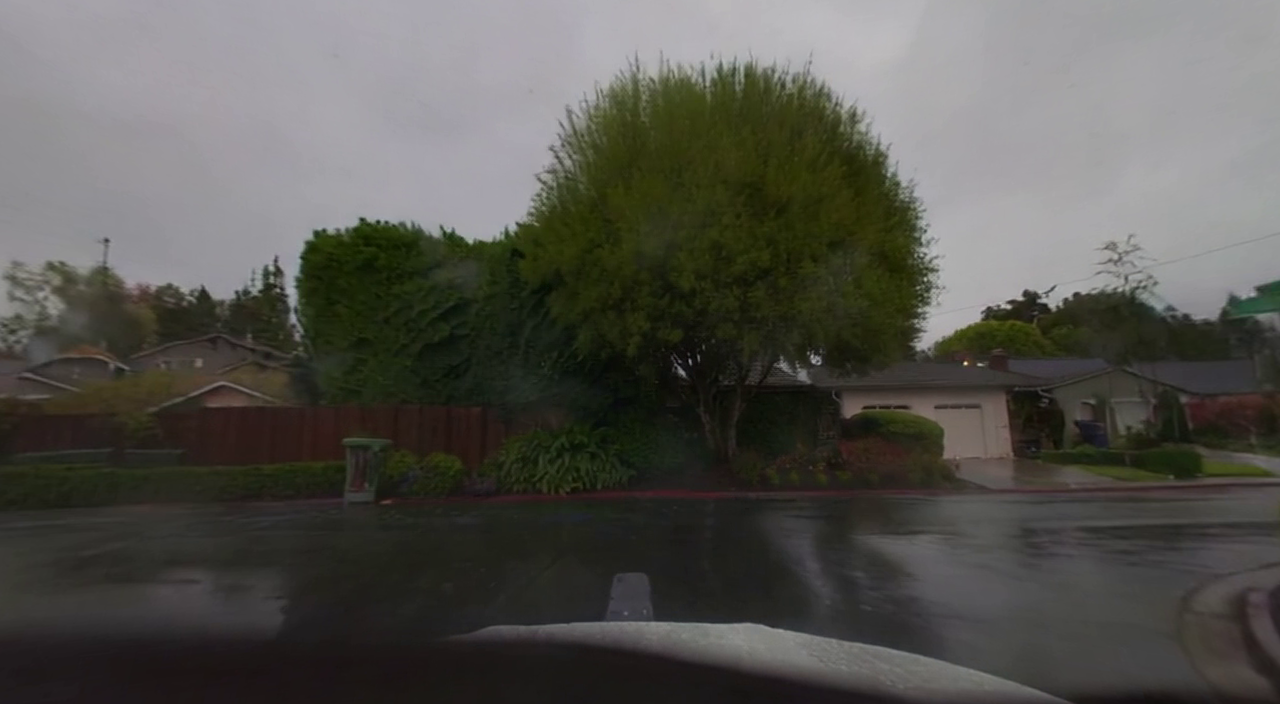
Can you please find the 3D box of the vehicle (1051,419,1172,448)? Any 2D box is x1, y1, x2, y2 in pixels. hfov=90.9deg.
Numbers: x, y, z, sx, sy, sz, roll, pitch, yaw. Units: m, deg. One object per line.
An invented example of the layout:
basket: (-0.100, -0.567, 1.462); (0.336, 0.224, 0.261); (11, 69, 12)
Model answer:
vehicle: (25.635, 4.447, 34.363); (5.089, 1.517, 1.791); (0, -7, 1)
